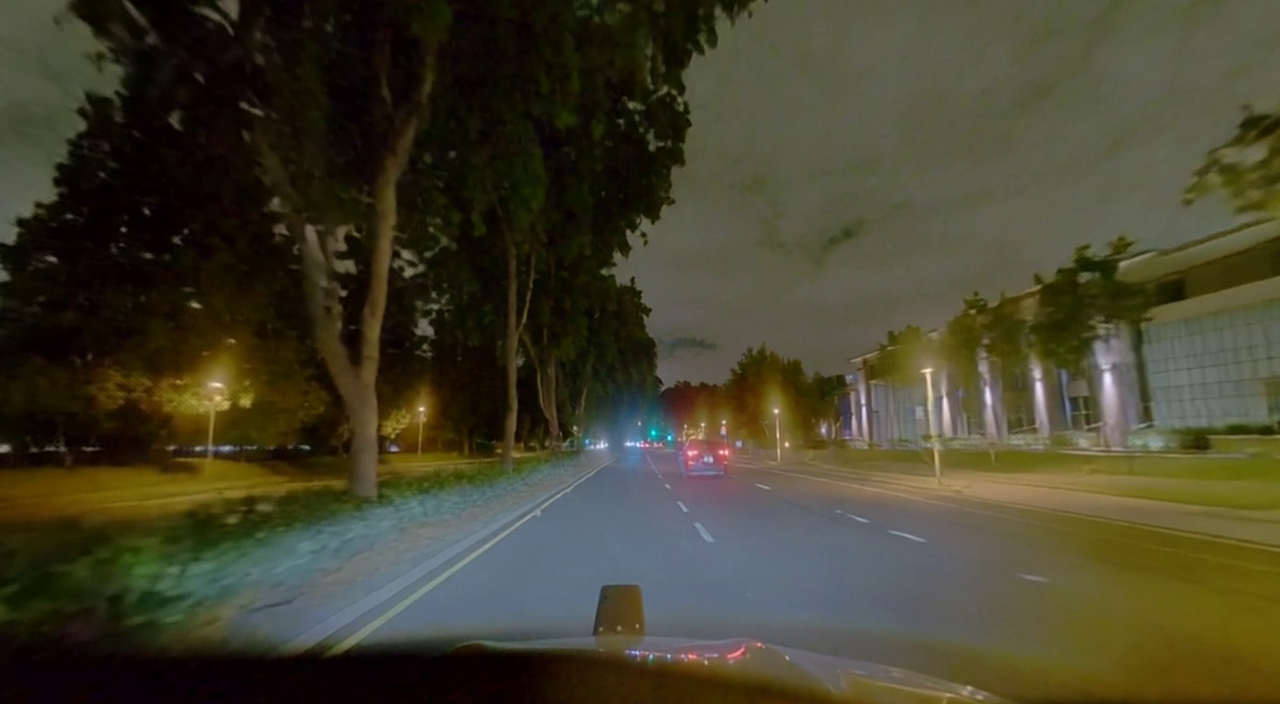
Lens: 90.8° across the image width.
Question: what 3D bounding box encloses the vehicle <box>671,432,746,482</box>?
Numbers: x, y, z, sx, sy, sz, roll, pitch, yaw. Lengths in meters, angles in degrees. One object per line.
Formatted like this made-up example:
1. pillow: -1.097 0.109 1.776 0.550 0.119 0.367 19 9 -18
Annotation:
1. vehicle: 2.494 3.987 24.325 2.240 1.740 4.605 0 -8 -2
